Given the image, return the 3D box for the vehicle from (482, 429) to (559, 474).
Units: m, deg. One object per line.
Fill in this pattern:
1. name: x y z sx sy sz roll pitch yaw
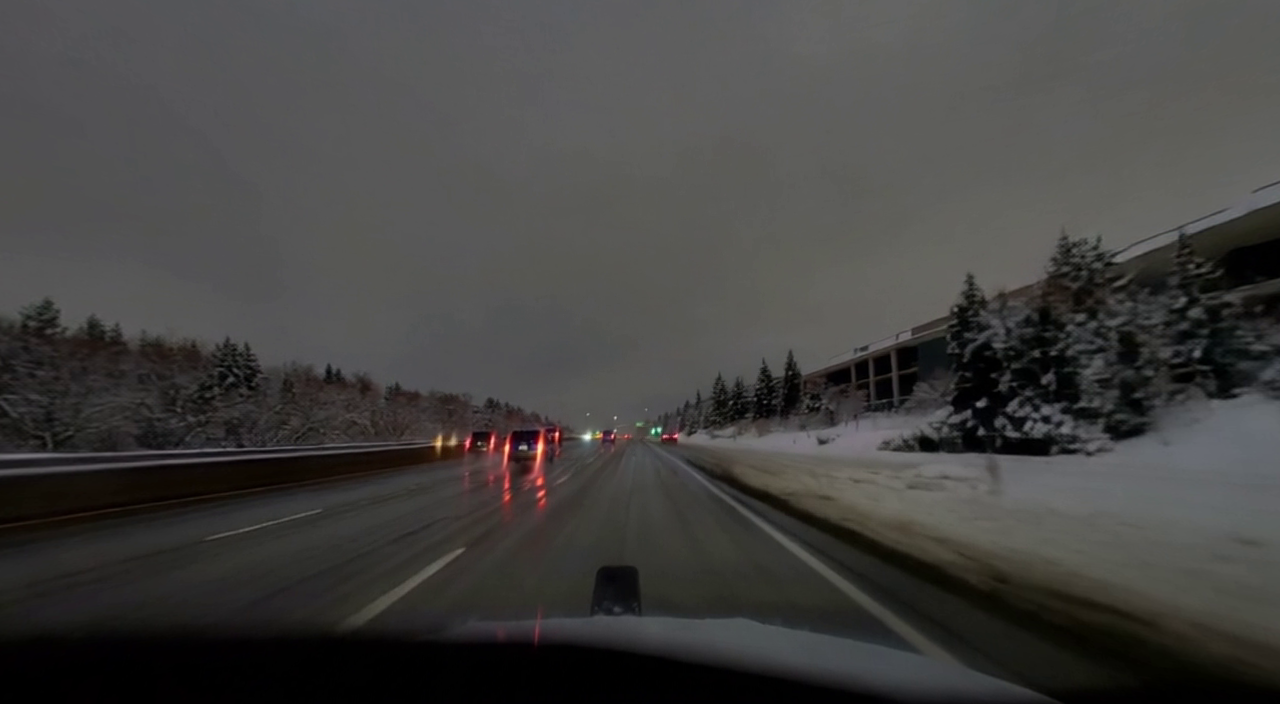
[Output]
1. vehicle: -4.296 3.648 23.425 1.996 1.490 4.571 0 -8 0
